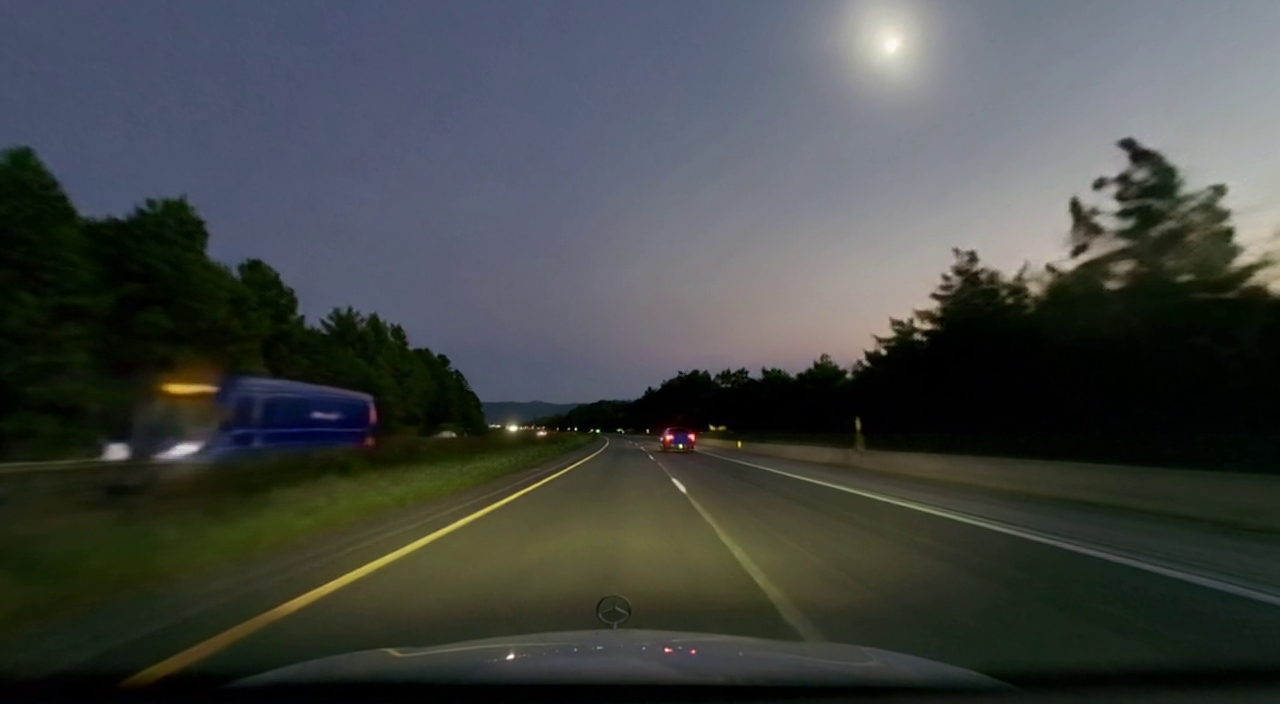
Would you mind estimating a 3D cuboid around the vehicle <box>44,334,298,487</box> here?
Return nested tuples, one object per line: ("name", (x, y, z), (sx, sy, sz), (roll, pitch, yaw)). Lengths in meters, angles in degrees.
("vehicle", (-13.603, 1.855, 19.162), (3.077, 3.908, 5.911), (0, -8, -1))

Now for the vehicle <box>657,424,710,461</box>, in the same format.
("vehicle", (2.179, 4.683, 32.840), (2.240, 1.801, 4.545), (0, -8, -2))
